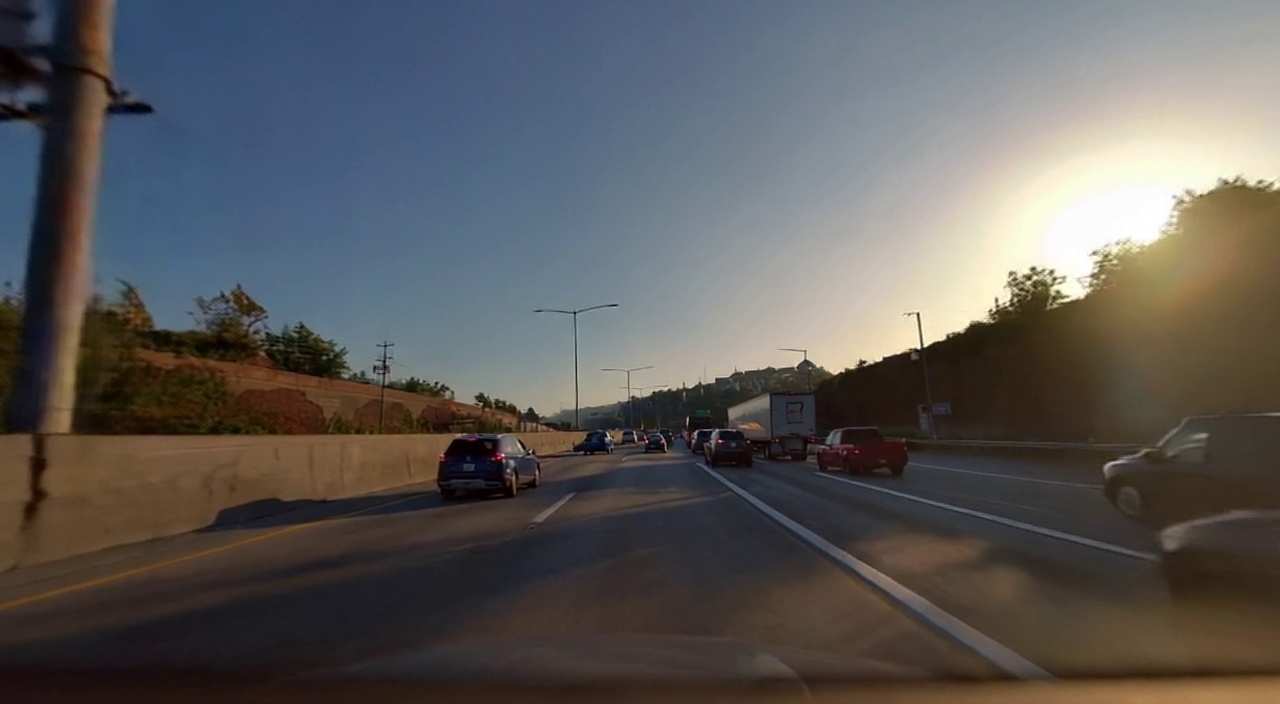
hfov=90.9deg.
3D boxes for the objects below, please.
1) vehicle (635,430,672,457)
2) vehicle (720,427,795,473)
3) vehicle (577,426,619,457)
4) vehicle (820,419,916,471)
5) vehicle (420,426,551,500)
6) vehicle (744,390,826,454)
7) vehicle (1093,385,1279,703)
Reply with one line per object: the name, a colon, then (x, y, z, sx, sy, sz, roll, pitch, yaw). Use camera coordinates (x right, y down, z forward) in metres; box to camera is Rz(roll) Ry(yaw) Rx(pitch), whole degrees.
vehicle: (0.790, 5.309, 36.497, 2.040, 1.461, 3.984, -1, -8, 1)
vehicle: (4.209, 3.597, 23.355, 1.933, 1.503, 4.520, 0, -8, 0)
vehicle: (-2.450, 5.345, 37.649, 2.006, 1.741, 4.277, -1, -8, 3)
vehicle: (8.533, 3.539, 24.097, 2.072, 1.761, 4.461, -1, -8, 1)
vehicle: (-3.457, 2.577, 15.079, 1.914, 1.476, 4.416, -1, -8, 2)
vehicle: (9.587, 5.075, 43.739, 3.007, 3.725, 13.835, -1, -8, 3)
vehicle: (3.421, 0.709, 1.291, 1.933, 1.492, 4.125, -1, -8, 1)
